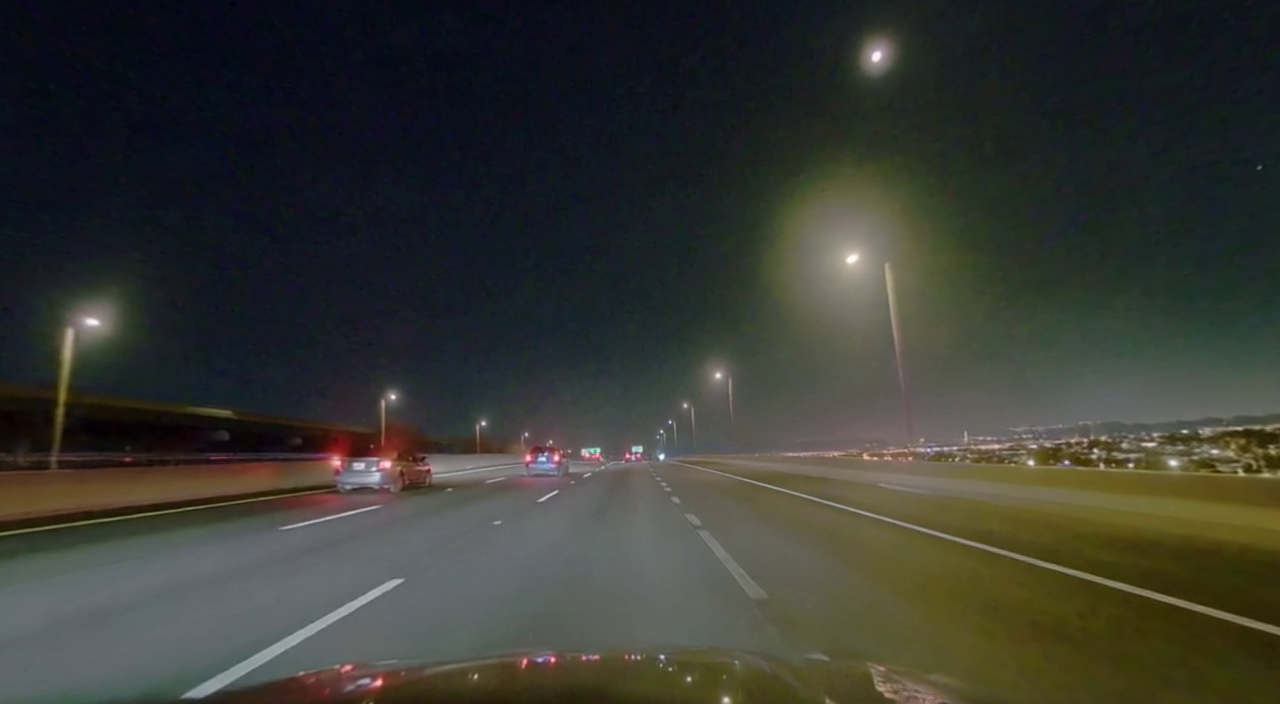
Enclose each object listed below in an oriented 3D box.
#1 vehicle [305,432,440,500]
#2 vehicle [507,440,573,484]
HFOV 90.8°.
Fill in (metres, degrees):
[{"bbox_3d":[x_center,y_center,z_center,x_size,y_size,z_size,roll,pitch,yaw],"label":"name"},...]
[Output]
[{"bbox_3d":[-8.126,3.492,19.811,2.040,1.824,4.917,0,-9,0],"label":"vehicle"},{"bbox_3d":[-4.142,4.627,26.800,2.075,1.702,4.257,0,-9,0],"label":"vehicle"}]
